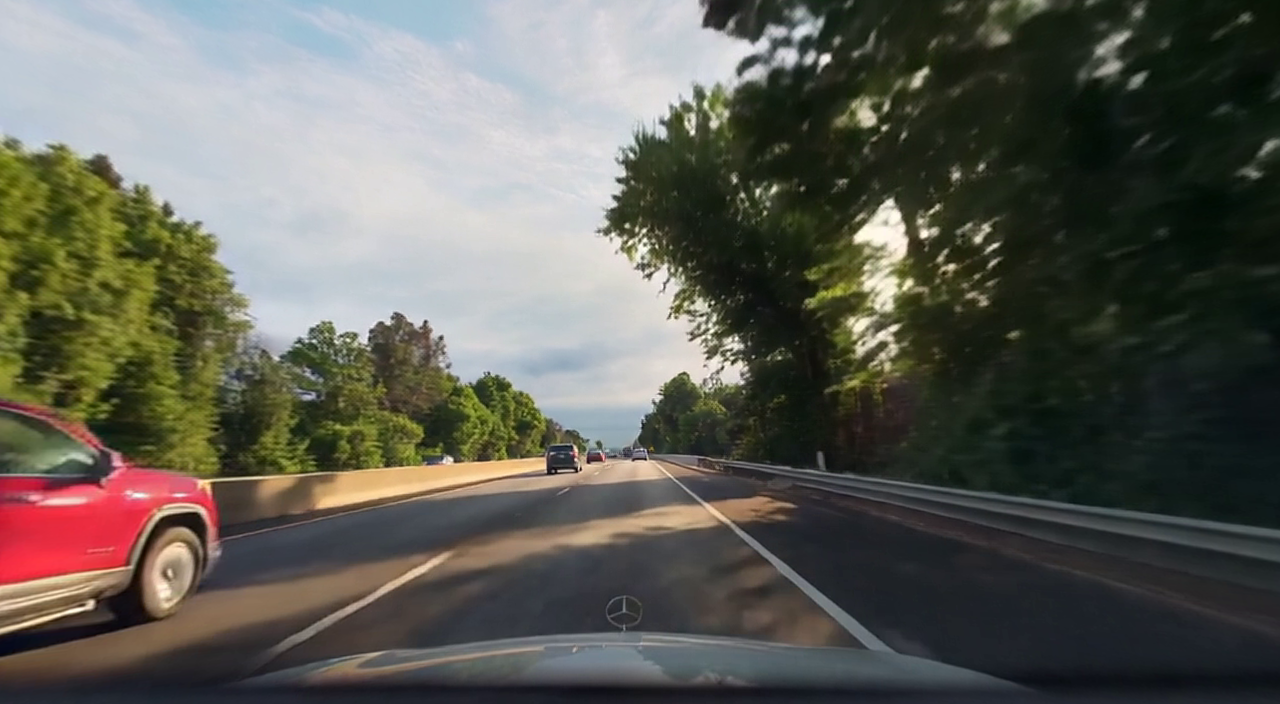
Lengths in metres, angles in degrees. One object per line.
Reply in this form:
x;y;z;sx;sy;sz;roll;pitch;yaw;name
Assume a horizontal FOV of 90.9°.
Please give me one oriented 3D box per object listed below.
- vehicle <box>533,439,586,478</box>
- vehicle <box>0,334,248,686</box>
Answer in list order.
-3.999;5.402;32.057;2.056;1.811;4.202;0;-9;1;vehicle
-4.622;0.847;3.271;2.102;1.941;4.703;0;-9;0;vehicle
